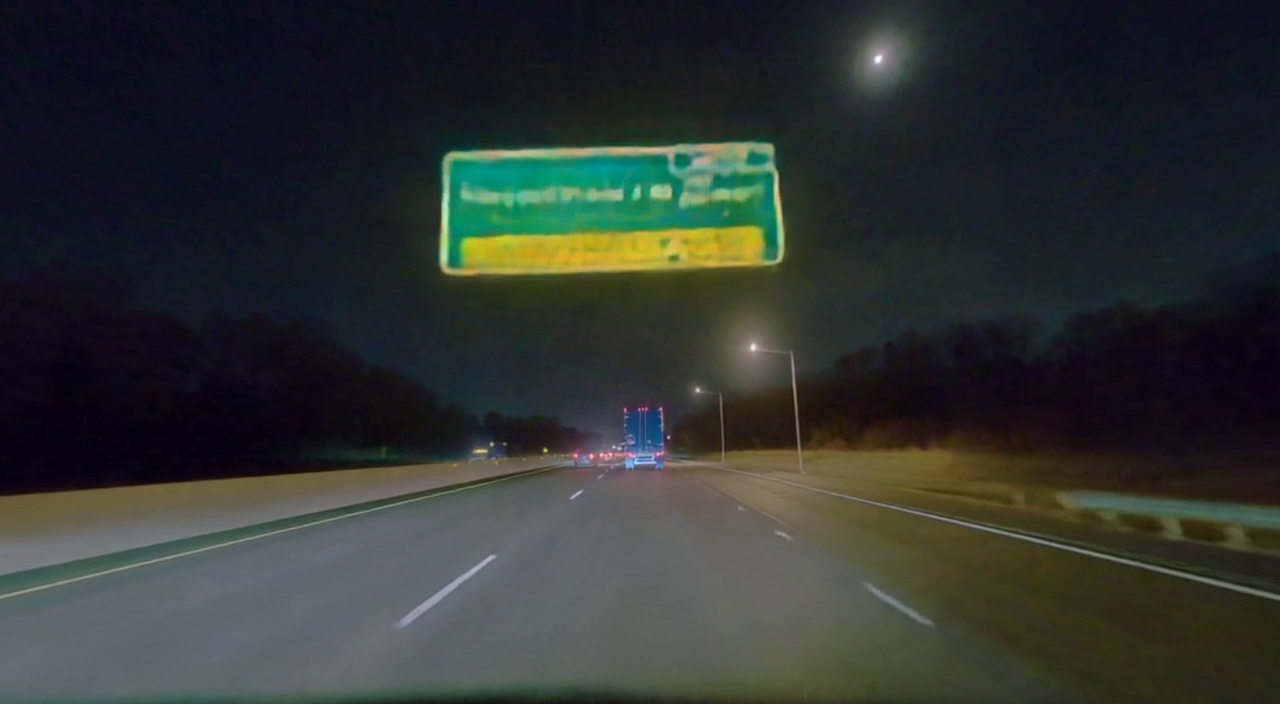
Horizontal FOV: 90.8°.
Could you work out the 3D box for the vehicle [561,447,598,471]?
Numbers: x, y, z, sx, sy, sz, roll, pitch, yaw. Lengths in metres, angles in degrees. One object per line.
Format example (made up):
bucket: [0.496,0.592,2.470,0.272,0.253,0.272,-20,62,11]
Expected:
vehicle: [-4.047,7.245,42.904,2.053,1.523,4.450,0,-9,0]

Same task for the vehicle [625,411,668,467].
vehicle: [0.318,6.717,48.168,2.864,3.805,9.500,0,-9,-2]
